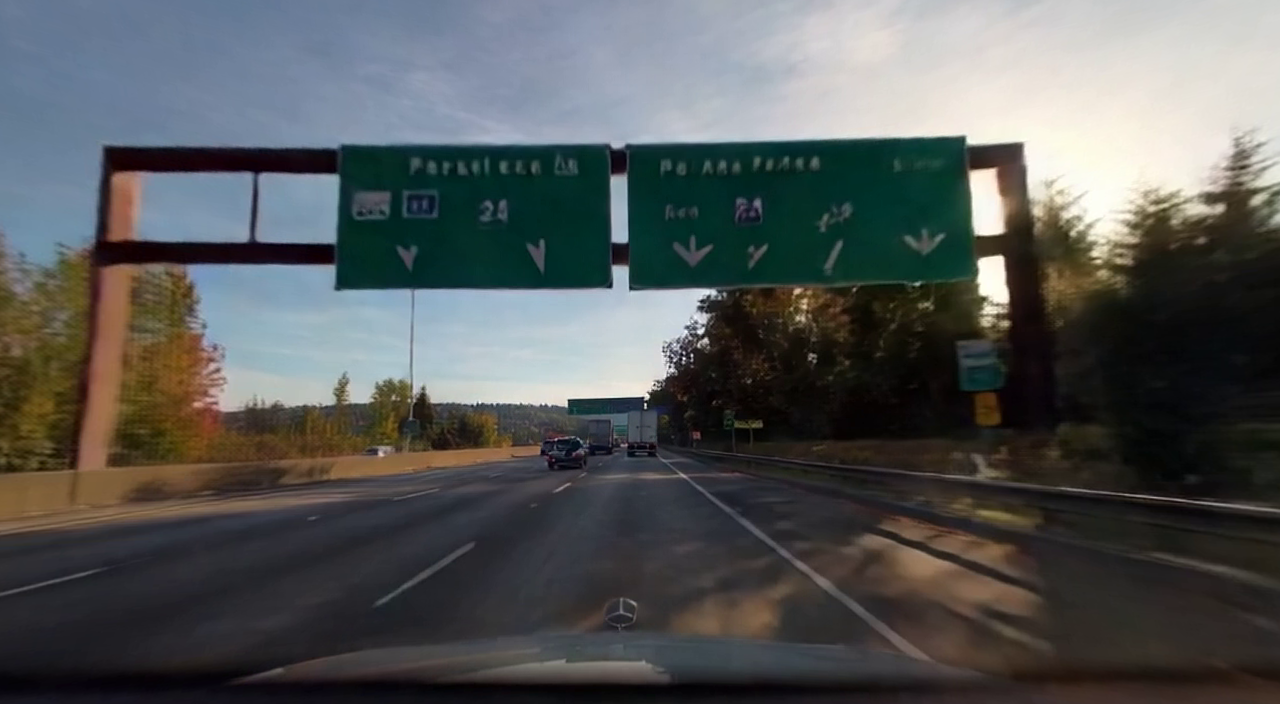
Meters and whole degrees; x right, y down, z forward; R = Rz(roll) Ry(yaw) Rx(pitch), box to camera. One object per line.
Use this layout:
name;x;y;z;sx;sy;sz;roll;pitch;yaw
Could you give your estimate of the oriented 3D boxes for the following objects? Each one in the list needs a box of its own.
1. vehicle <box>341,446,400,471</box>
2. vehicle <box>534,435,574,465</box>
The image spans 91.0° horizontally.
vehicle;-19.011;7.529;44.651;1.976;1.575;5.075;0;-8;0
vehicle;-5.582;6.425;41.454;2.127;1.839;4.984;0;-8;-2
